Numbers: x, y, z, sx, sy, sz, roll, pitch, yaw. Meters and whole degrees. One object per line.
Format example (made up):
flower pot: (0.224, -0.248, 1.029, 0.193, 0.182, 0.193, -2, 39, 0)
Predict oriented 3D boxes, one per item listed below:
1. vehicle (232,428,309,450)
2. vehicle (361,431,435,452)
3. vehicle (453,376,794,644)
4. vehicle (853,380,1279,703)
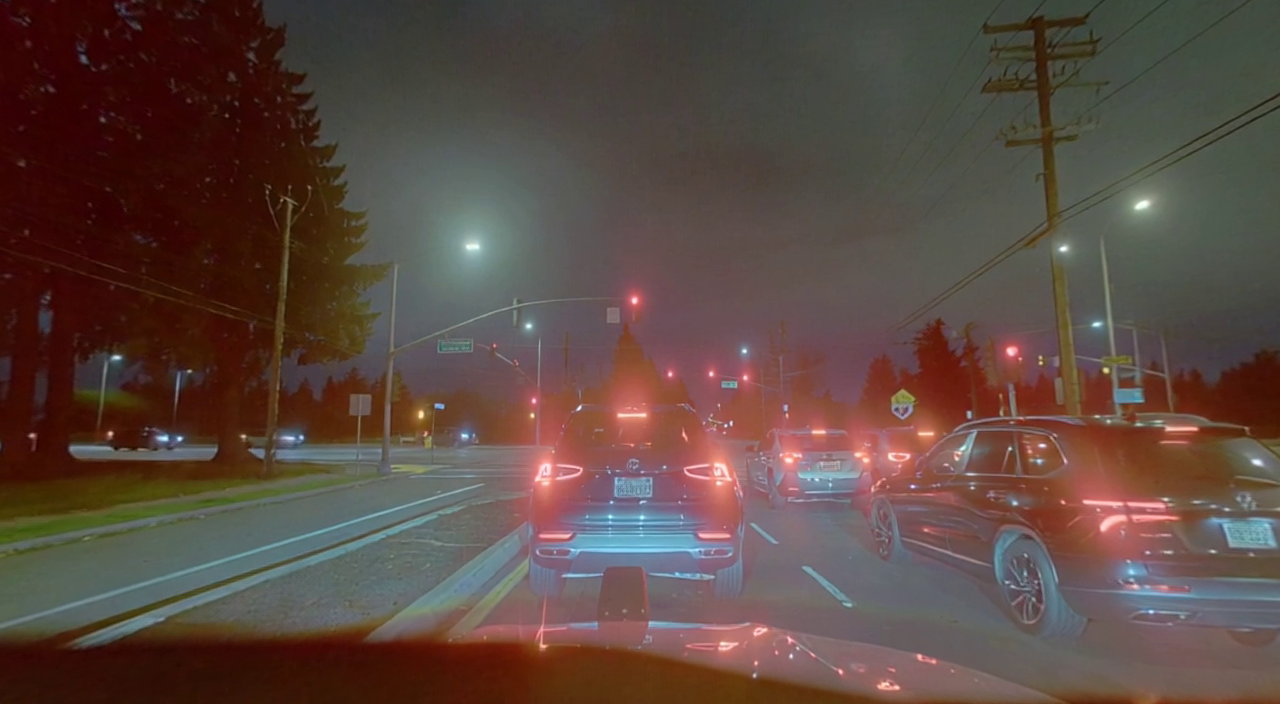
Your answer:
vehicle: (-27.603, 6.524, 47.215, 4.587, 1.639, 1.878, 0, -8, 0)
vehicle: (-17.762, 6.561, 46.360, 4.607, 1.478, 1.995, 0, -8, 0)
vehicle: (-0.157, 1.376, 6.529, 2.271, 1.786, 4.443, 0, -8, -1)
vehicle: (3.552, 1.300, 5.457, 1.948, 1.677, 4.437, 0, -8, 1)
